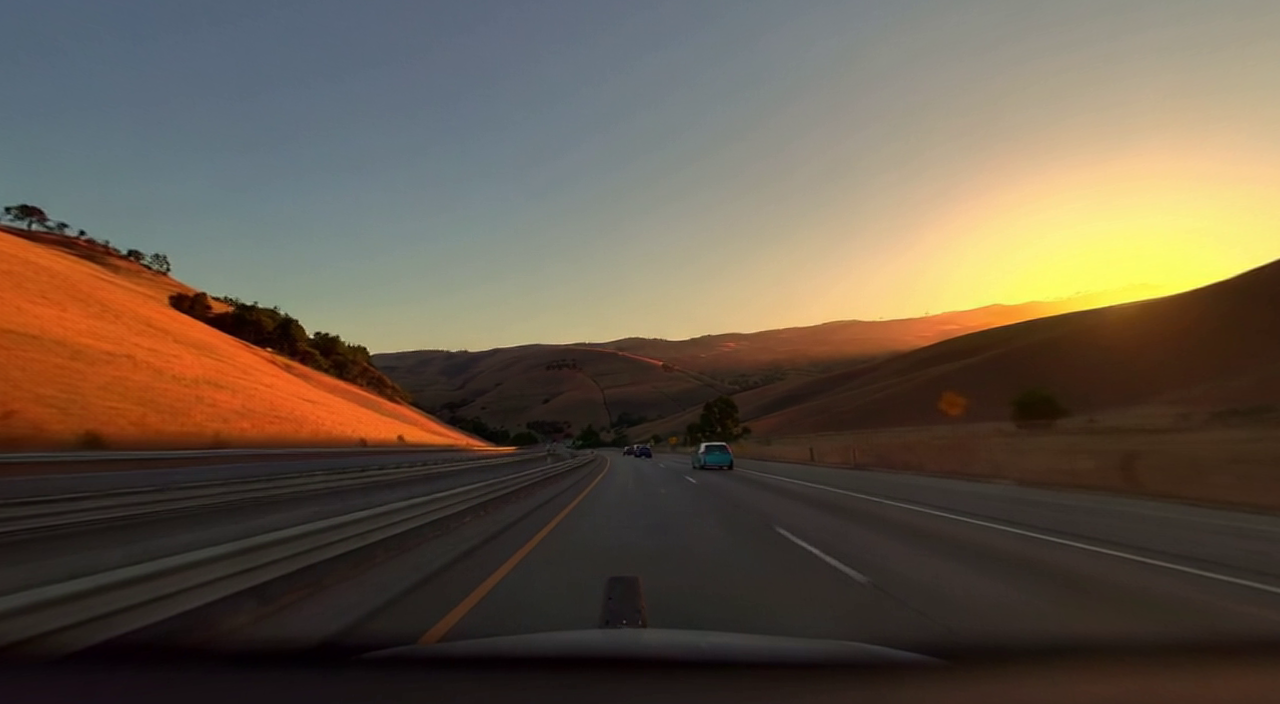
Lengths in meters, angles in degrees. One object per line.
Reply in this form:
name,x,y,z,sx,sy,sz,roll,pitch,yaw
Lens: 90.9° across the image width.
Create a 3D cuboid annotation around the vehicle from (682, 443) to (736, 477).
vehicle,3.294,5.239,30.985,1.960,1.516,4.657,0,-8,-2
